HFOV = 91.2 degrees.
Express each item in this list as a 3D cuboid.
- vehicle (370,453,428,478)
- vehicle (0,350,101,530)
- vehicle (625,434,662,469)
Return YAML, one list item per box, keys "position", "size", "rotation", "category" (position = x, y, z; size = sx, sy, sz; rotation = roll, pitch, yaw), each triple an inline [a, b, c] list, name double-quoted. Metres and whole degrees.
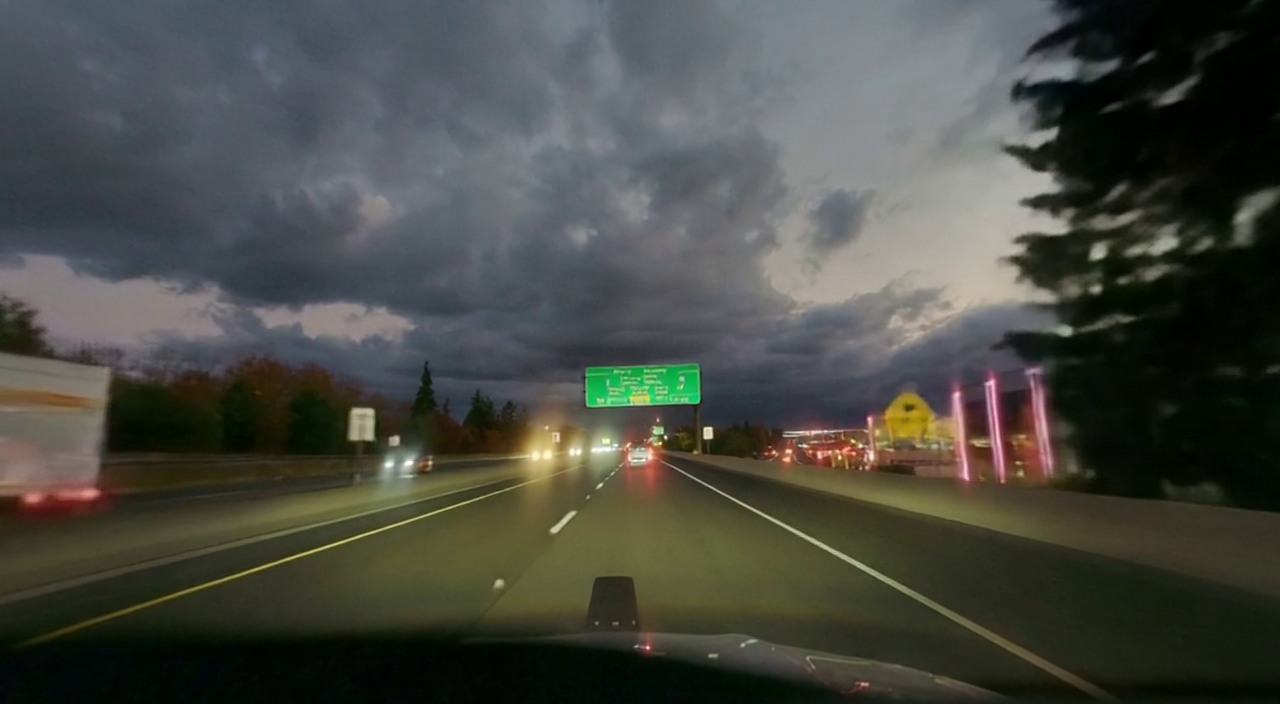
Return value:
- position: [-16.028, 7.563, 41.954]
  size: [1.909, 1.525, 4.800]
  rotation: [-1, -9, 1]
  category: "vehicle"
- position: [-16.120, 1.735, 12.525]
  size: [2.866, 4.099, 8.730]
  rotation: [0, -9, -1]
  category: "vehicle"
- position: [0.244, 6.546, 41.106]
  size: [2.268, 2.122, 4.595]
  rotation: [-1, -9, 1]
  category: "vehicle"
